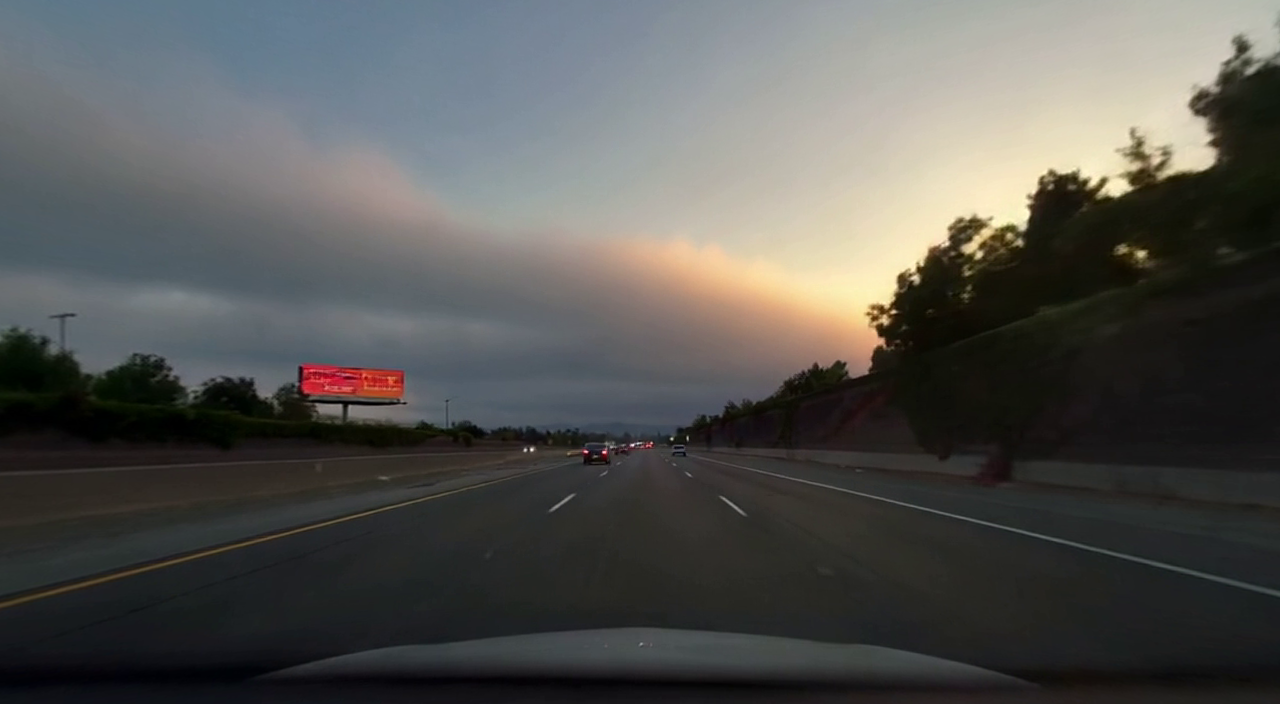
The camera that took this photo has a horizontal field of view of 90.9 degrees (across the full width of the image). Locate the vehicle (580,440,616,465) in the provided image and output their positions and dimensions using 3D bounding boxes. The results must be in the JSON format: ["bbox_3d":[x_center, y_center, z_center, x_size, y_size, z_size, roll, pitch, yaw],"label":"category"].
[{"bbox_3d":[-2.958,7.203,45.370,2.319,1.738,4.355,0,-8,0],"label":"vehicle"}]
